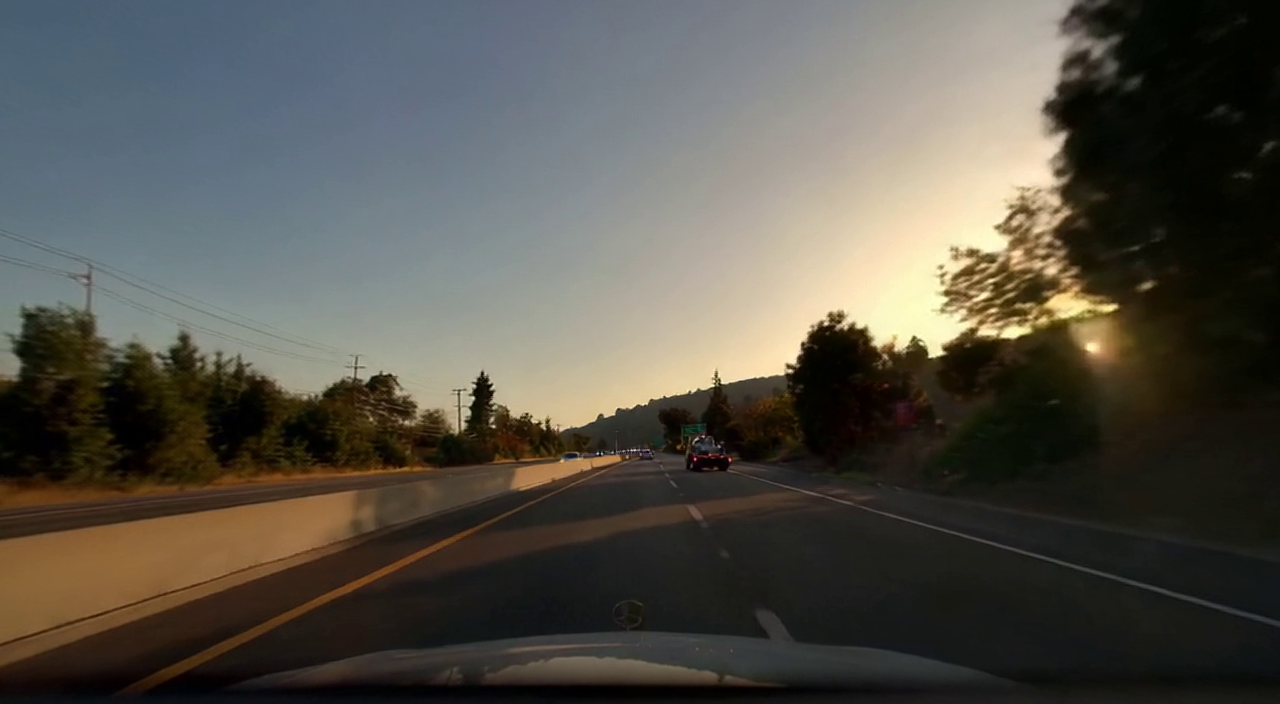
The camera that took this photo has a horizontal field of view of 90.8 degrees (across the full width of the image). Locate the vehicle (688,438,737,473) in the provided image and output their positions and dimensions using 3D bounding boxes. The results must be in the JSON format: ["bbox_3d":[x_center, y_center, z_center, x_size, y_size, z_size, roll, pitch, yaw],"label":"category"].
[{"bbox_3d":[4.341,6.317,38.593,2.309,2.003,5.139,0,-9,-1],"label":"vehicle"}]
